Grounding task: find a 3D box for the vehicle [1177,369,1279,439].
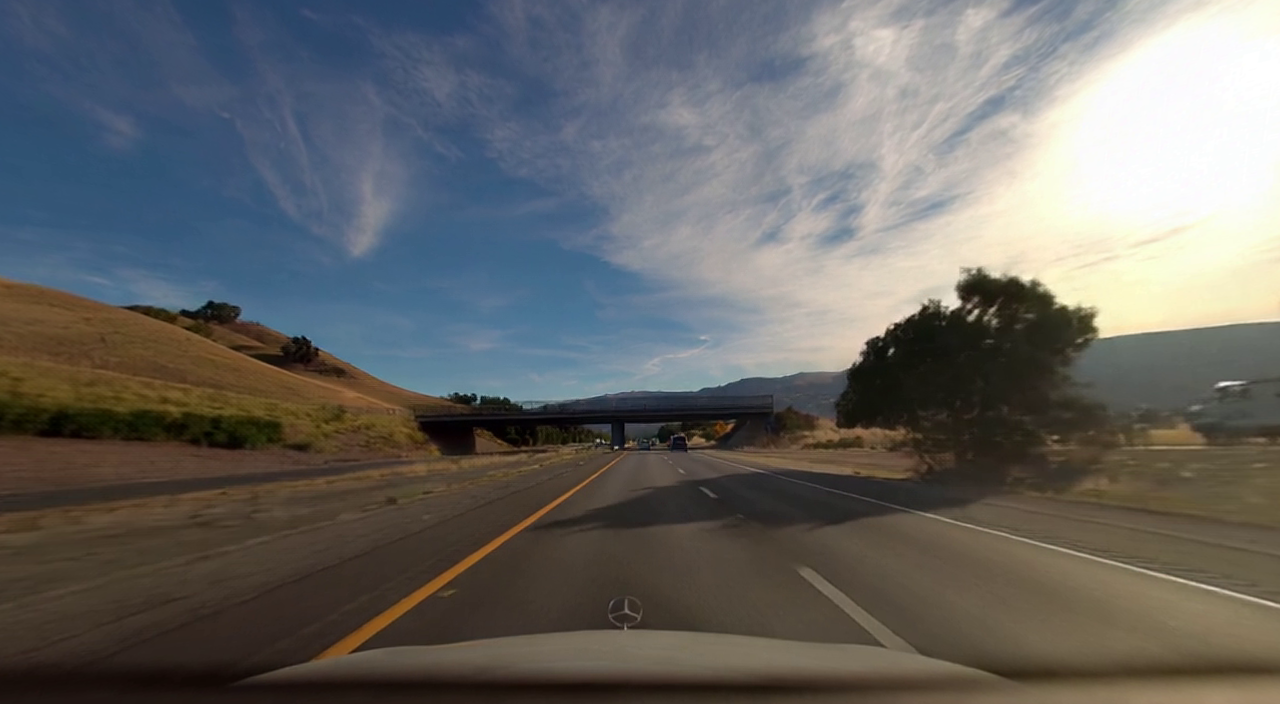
[{"bbox_3d":[36.447,3.177,37.253,3.089,3.837,6.103,5,-9,-25],"label":"vehicle"}]
